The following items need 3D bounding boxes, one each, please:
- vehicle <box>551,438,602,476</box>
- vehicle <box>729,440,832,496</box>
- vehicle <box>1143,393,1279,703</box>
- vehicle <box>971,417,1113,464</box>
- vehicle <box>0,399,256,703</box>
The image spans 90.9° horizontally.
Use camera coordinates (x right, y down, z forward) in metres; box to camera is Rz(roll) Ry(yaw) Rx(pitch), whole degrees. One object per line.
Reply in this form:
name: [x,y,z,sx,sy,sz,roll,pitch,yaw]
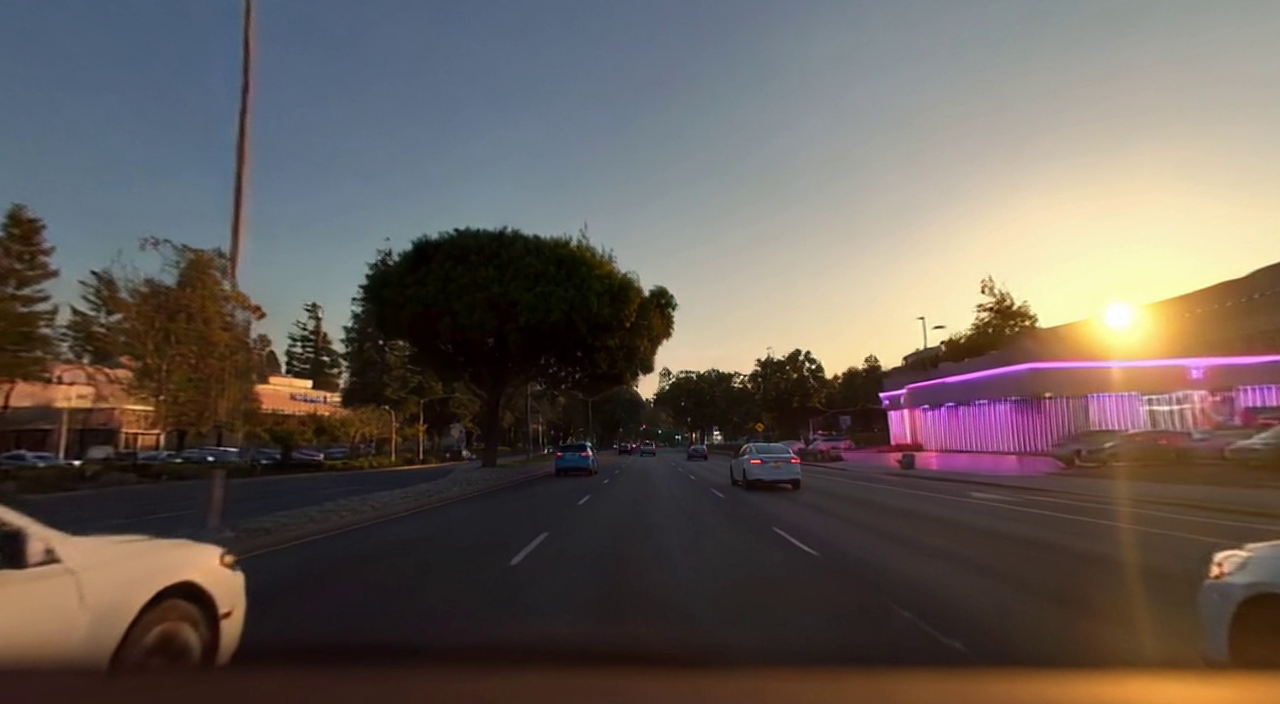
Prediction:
vehicle: [-3.040,5.148,31.236,1.981,1.731,4.360,0,-8,1]
vehicle: [4.125,3.494,19.425,2.036,1.480,4.659,0,-8,-1]
vehicle: [3.468,0.649,0.668,1.976,1.491,4.714,0,-8,0]
vehicle: [20.608,4.619,32.966,2.705,2.011,7.332,-3,-8,1]
vehicle: [-3.043,0.702,0.729,2.082,1.460,4.922,0,-8,0]
